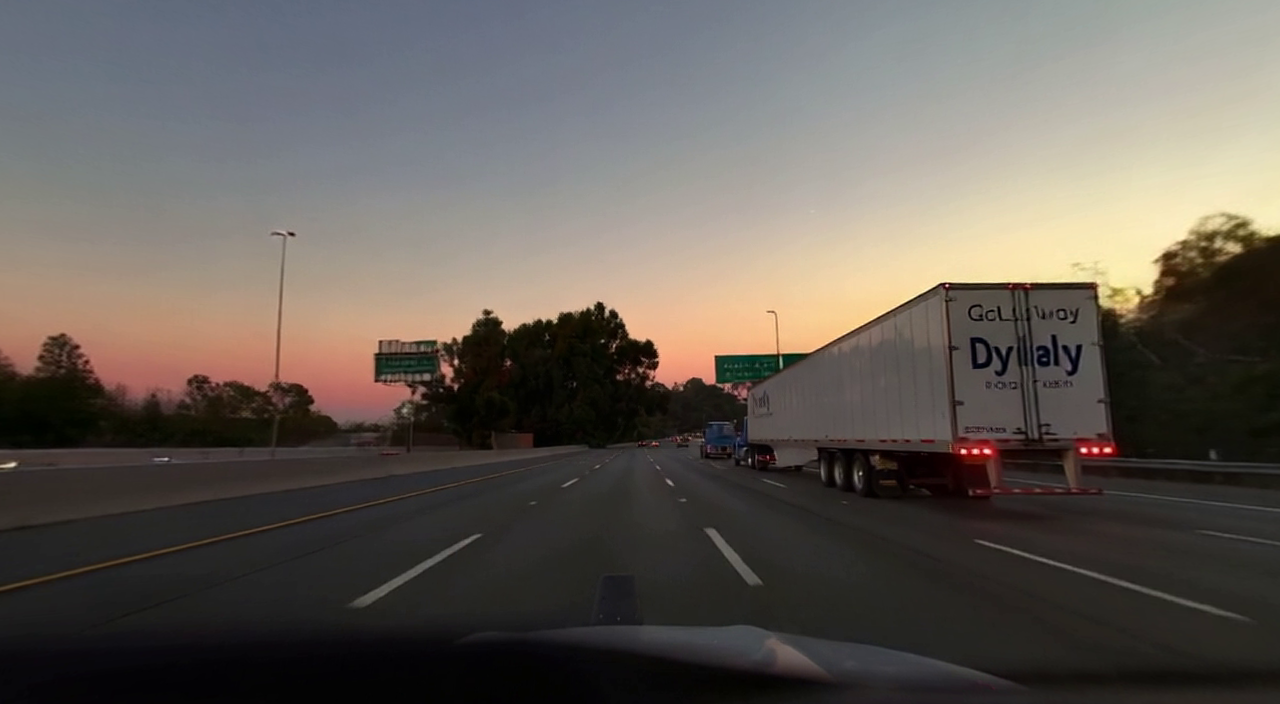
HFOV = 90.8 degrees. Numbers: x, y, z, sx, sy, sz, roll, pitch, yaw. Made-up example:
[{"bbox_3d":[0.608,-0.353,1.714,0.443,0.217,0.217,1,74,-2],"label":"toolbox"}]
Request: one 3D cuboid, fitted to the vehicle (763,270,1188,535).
[{"bbox_3d":[6.476,1.872,17.454,2.962,3.947,16.241,0,-8,0],"label":"vehicle"}]
